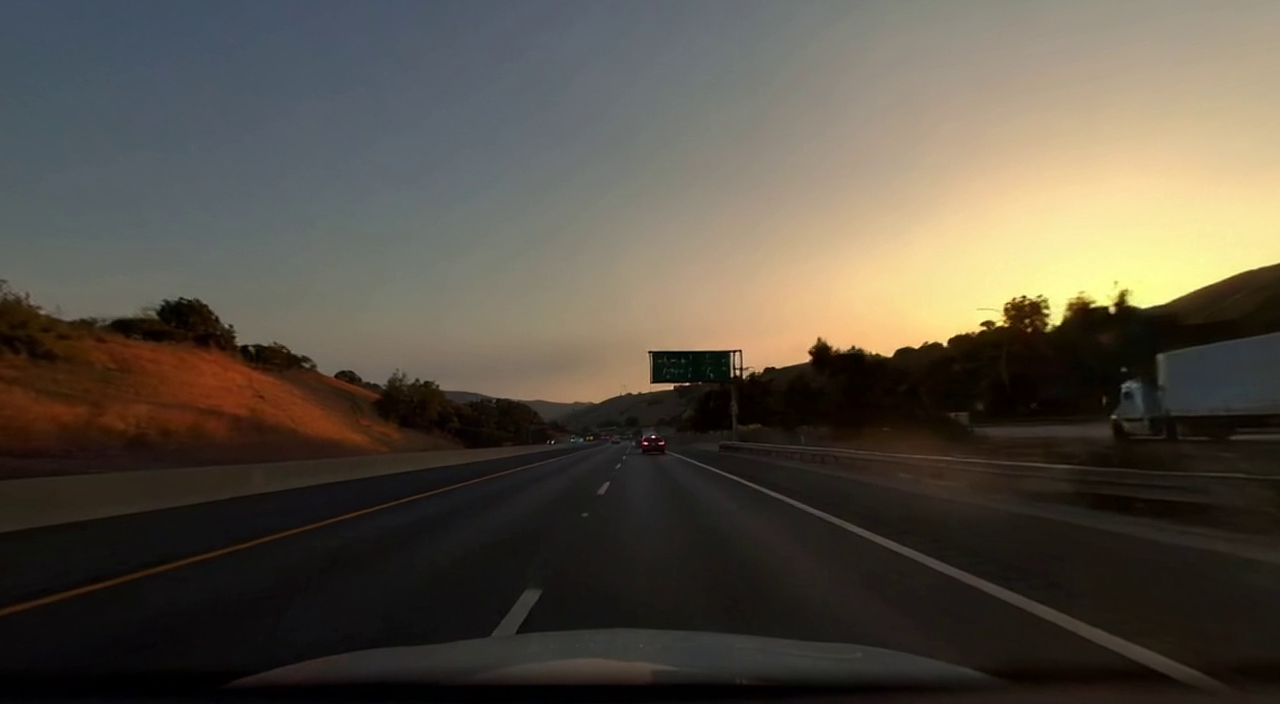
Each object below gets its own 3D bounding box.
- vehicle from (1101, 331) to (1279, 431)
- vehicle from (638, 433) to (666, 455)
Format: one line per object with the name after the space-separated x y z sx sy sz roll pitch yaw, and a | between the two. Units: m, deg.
33.318 1.812 35.214 2.910 4.578 16.580 -5 -9 2 | vehicle
0.926 7.177 49.449 2.069 1.660 4.040 0 -8 -1 | vehicle
